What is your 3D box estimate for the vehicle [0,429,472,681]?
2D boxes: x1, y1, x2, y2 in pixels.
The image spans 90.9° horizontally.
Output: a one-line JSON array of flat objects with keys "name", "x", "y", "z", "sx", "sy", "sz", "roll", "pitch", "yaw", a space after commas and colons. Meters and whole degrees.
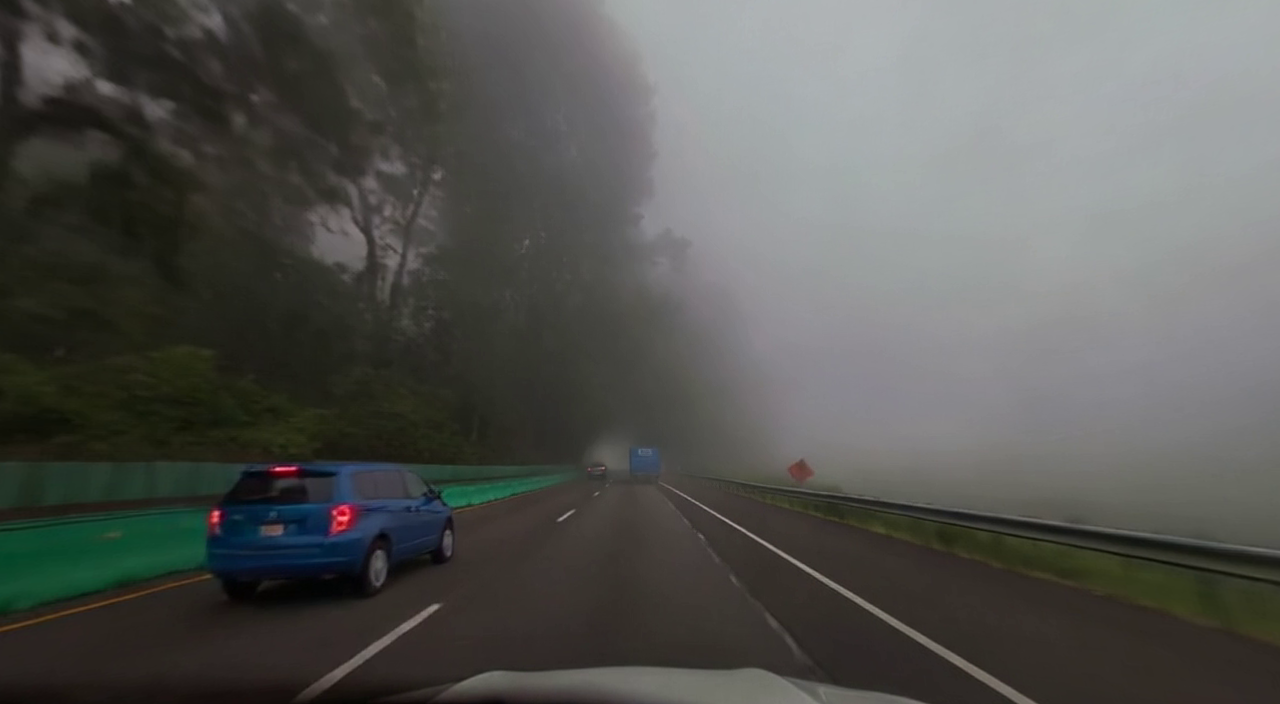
[{"name": "vehicle", "x": -3.269, "y": 1.643, "z": 6.095, "sx": 2.038, "sy": 1.490, "sz": 4.391, "roll": 1, "pitch": -11, "yaw": 0}]
